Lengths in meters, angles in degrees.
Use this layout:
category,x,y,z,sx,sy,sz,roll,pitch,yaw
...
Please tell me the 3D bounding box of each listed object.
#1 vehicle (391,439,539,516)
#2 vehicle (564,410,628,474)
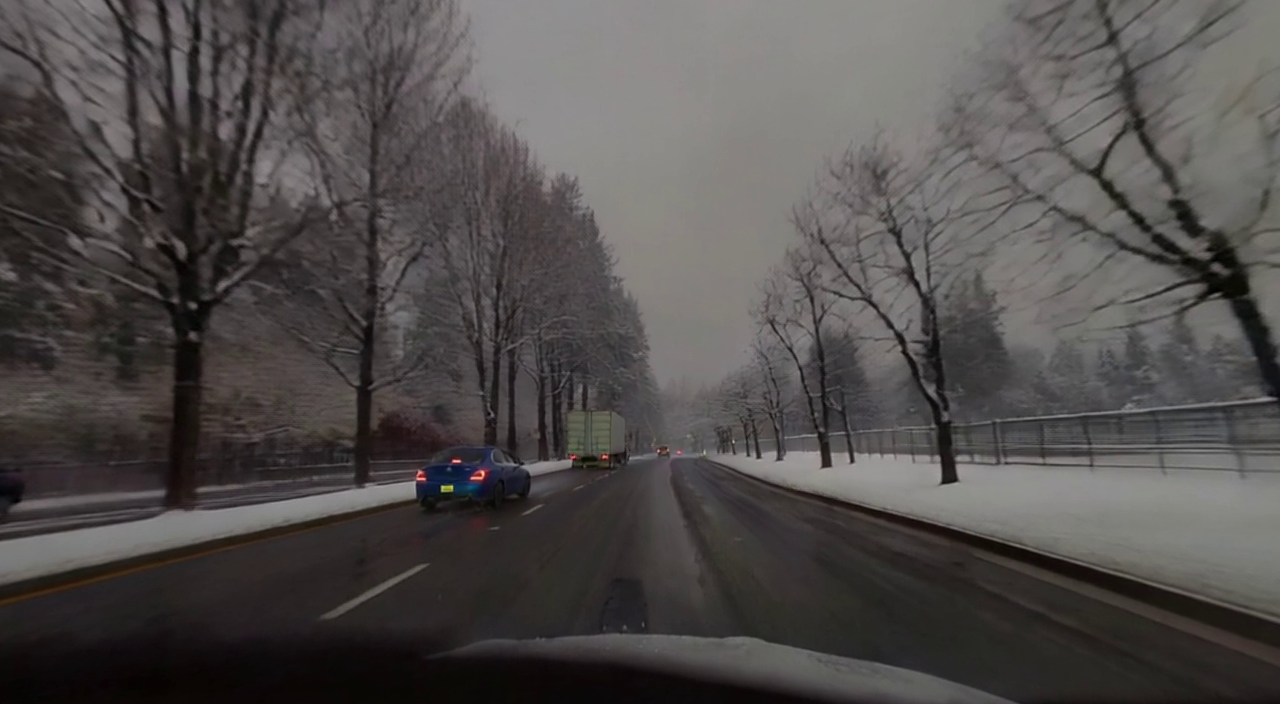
category,x,y,z,sx,sy,sz,roll,pitch,yaw
vehicle,-3.770,2.804,14.528,2.005,1.462,4.345,-1,-9,3
vehicle,-2.382,5.398,37.329,2.746,3.276,8.572,-1,-9,3
